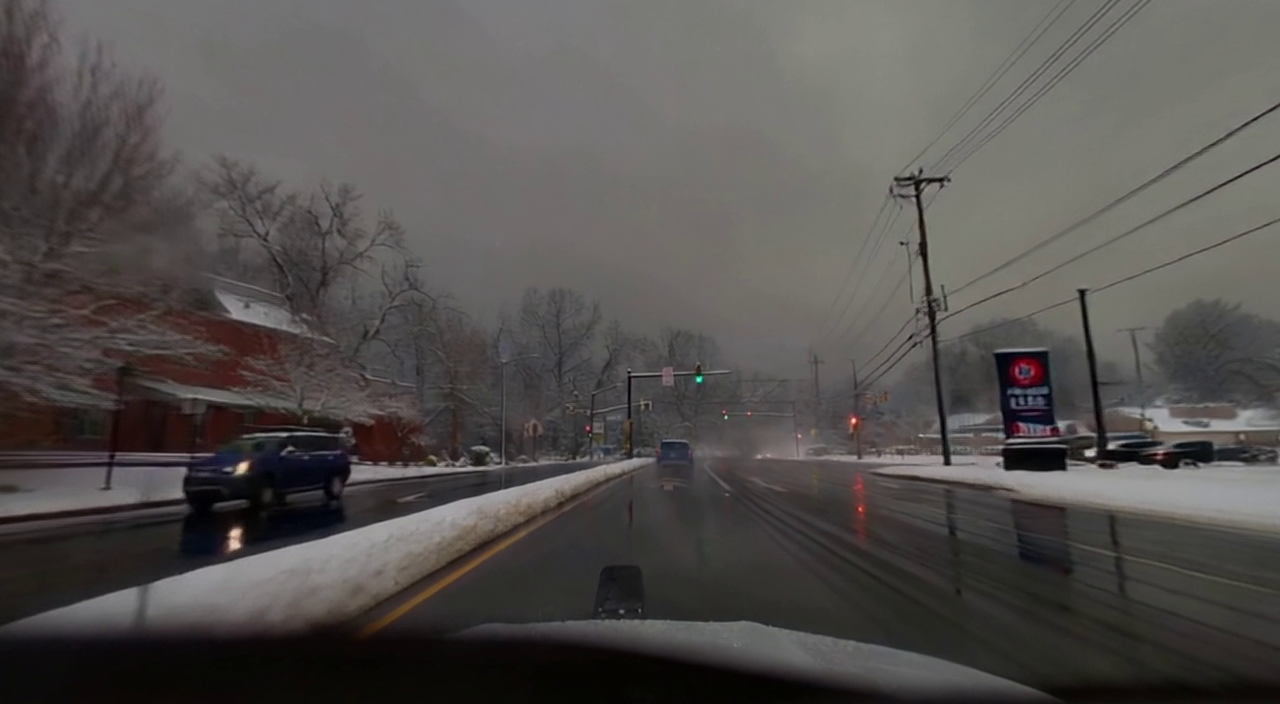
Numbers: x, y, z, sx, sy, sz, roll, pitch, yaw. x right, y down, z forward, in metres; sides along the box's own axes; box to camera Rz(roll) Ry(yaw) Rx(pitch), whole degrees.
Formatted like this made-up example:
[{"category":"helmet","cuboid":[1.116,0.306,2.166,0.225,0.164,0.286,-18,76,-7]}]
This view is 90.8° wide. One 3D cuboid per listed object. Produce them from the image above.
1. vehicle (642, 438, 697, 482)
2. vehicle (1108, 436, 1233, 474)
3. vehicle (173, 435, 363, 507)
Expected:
[{"category":"vehicle","cuboid":[1.250,4.373,25.725,2.032,1.621,4.082,-1,-9,4]},{"category":"vehicle","cuboid":[25.639,4.973,30.588,4.510,1.733,2.066,1,-9,-10]},{"category":"vehicle","cuboid":[-10.823,3.481,18.987,2.159,1.850,4.944,-2,-9,9]}]
